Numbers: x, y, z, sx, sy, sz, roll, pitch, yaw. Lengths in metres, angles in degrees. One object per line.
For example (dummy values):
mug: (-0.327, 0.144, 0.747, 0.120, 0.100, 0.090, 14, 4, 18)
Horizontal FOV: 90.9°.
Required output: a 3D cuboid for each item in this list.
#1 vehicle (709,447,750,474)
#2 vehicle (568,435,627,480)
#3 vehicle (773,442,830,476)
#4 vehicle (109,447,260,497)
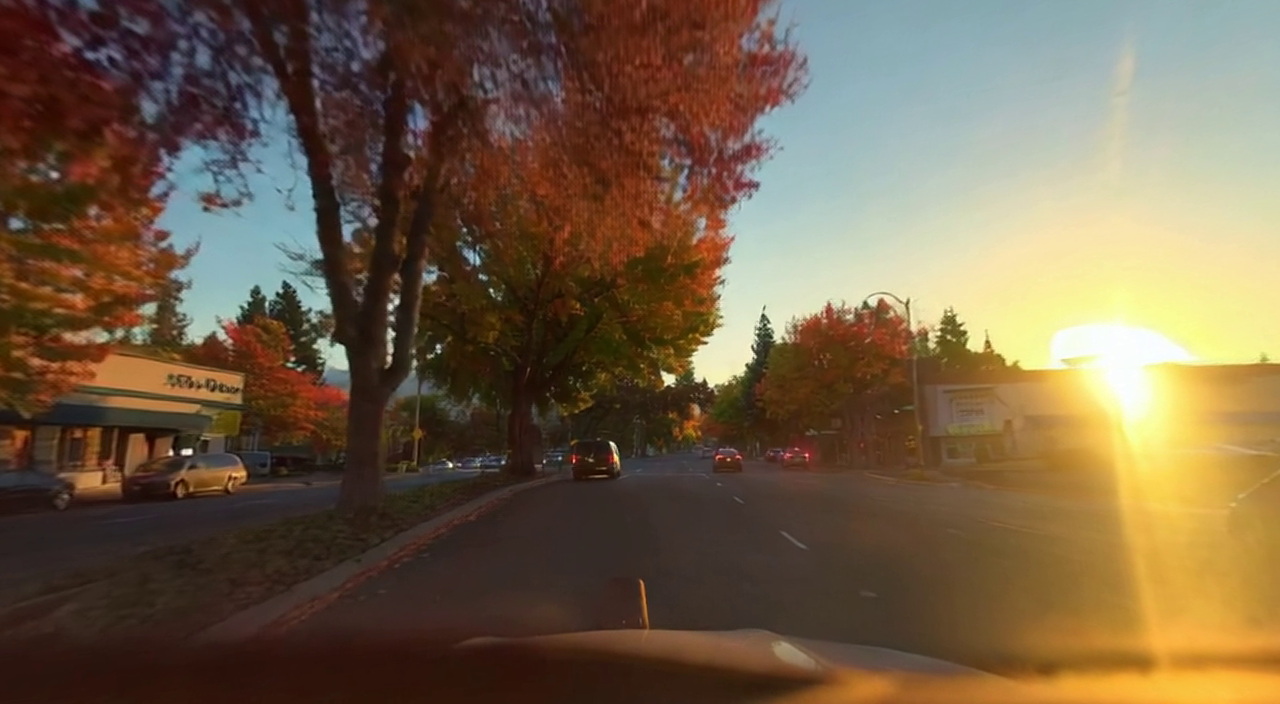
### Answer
vehicle: (5.224, 6.385, 37.450, 1.886, 1.464, 4.290, 0, -8, 1)
vehicle: (-1.856, 4.823, 29.156, 2.344, 1.863, 4.665, 0, -8, 0)
vehicle: (8.810, 5.877, 34.856, 2.040, 1.738, 4.414, 0, -8, 1)
vehicle: (-18.320, 4.813, 25.795, 1.914, 1.785, 5.408, -1, -8, 3)
